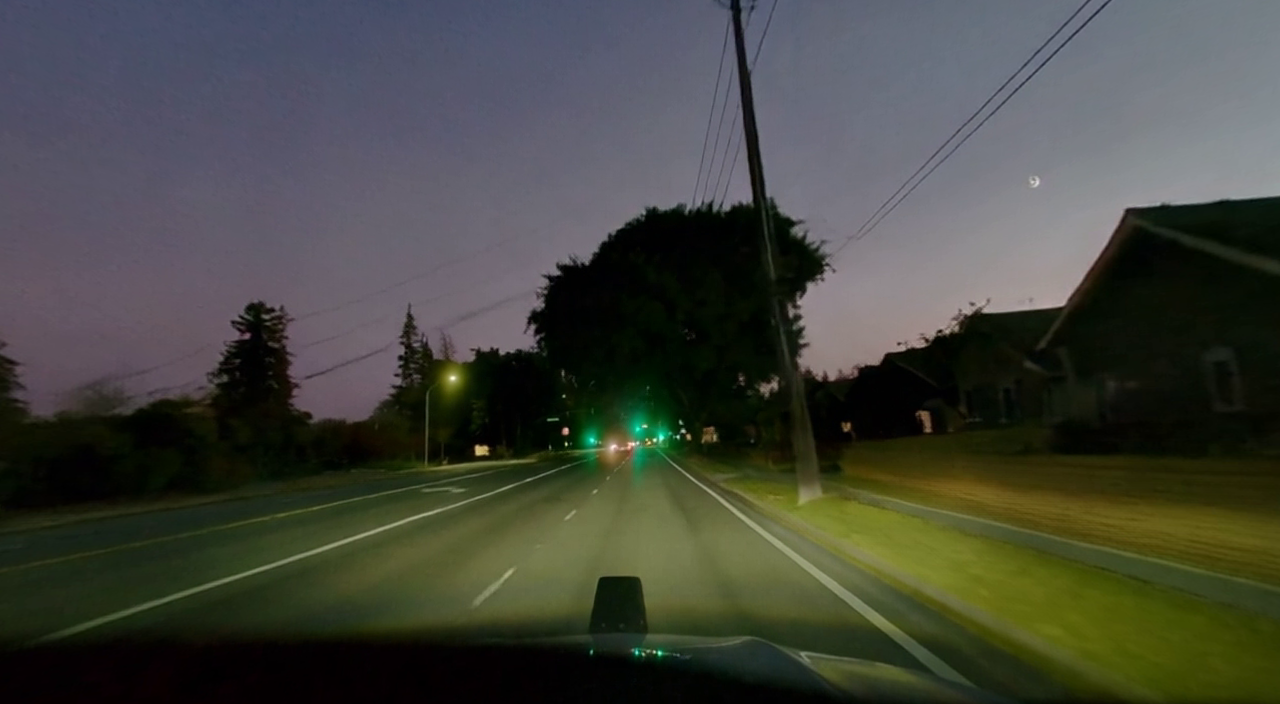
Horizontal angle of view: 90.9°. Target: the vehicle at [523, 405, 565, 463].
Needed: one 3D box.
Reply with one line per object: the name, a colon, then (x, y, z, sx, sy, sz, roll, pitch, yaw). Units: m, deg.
vehicle: (-6.500, 5.609, 43.184, 2.365, 3.642, 3.374, -4, -7, -5)
